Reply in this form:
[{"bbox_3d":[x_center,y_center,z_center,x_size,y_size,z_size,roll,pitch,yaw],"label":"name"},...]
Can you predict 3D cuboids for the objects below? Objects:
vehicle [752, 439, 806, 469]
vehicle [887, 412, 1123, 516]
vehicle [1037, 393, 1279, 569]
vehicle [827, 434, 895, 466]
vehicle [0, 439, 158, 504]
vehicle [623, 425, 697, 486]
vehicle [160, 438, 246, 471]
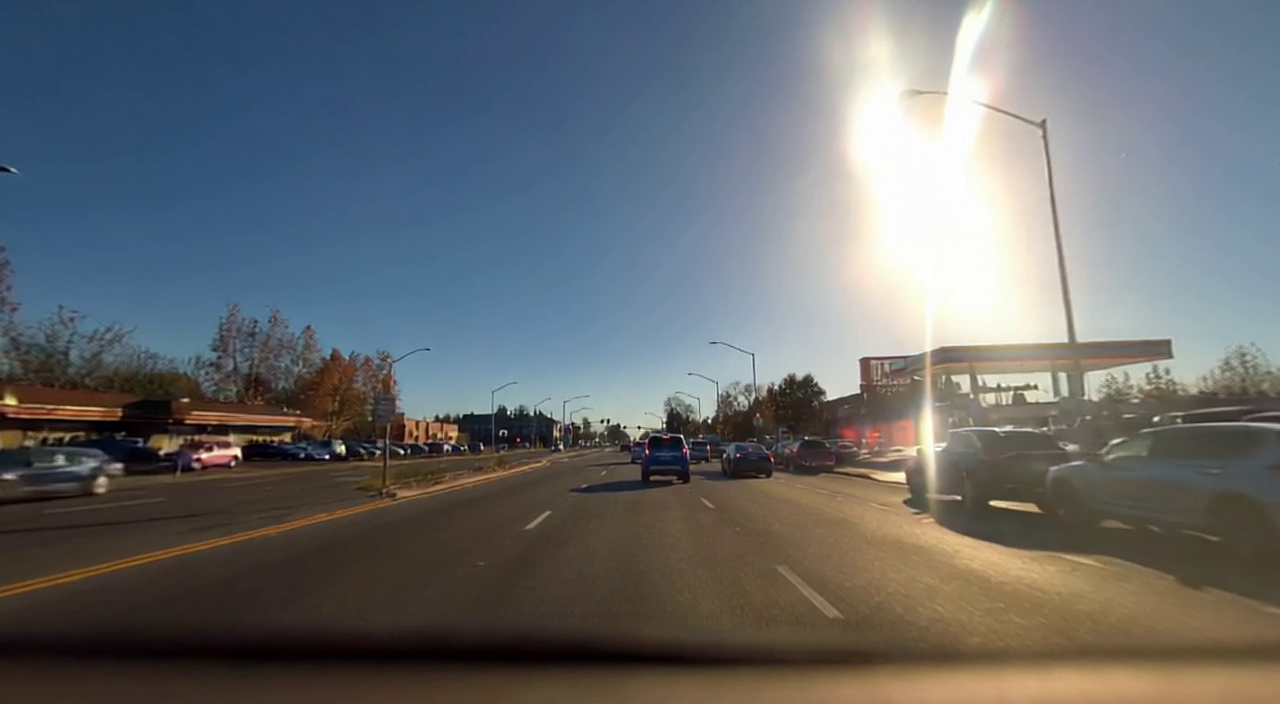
[{"bbox_3d":[7.492,5.527,34.216,1.818,1.459,4.806,1,-8,0],"label":"vehicle"},{"bbox_3d":[7.298,2.310,13.333,2.032,1.776,4.782,1,-9,-1],"label":"vehicle"},{"bbox_3d":[7.387,1.510,7.660,1.970,1.744,4.662,1,-9,-1],"label":"vehicle"},{"bbox_3d":[12.832,5.727,36.822,2.019,1.711,4.862,1,-9,-3],"label":"vehicle"},{"bbox_3d":[-17.669,3.560,19.263,1.995,1.740,4.673,0,-8,0],"label":"vehicle"},{"bbox_3d":[0.690,3.604,22.186,2.317,1.857,5.150,0,-8,2],"label":"vehicle"},{"bbox_3d":[-25.818,6.033,37.301,2.044,1.695,4.619,-1,-7,-5],"label":"vehicle"}]
